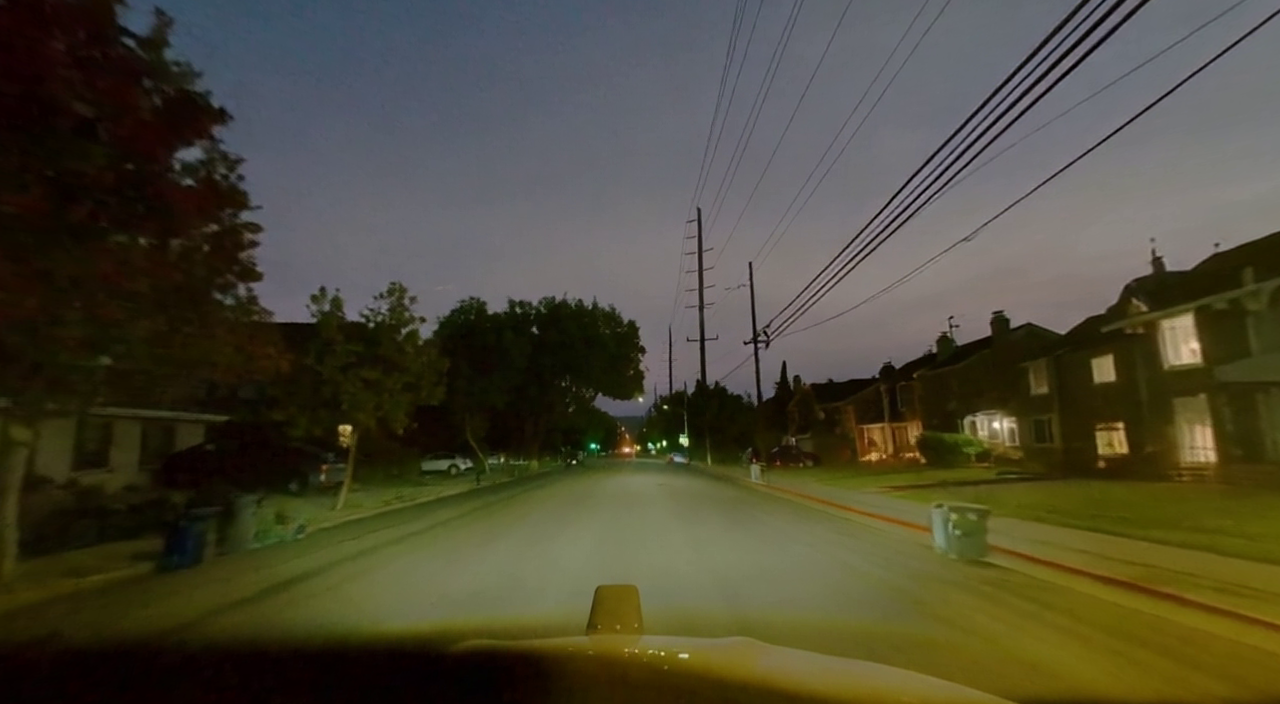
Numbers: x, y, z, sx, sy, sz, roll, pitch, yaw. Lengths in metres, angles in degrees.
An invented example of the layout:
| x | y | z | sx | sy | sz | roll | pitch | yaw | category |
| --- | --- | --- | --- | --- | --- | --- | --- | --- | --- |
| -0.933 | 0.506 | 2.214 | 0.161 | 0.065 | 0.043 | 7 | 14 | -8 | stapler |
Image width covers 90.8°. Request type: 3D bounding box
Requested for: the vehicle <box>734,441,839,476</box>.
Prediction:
| x | y | z | sx | sy | sz | roll | pitch | yaw | category |
| --- | --- | --- | --- | --- | --- | --- | --- | --- | --- |
| 9.061 | 6.643 | 39.582 | 5.890 | 1.896 | 2.459 | -2 | -9 | -2 | vehicle |

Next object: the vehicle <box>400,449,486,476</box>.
| x | y | z | sx | sy | sz | roll | pitch | yaw | category |
| --- | --- | --- | --- | --- | --- | --- | --- | --- | --- |
| -11.284 | 6.369 | 36.429 | 4.371 | 1.482 | 1.954 | 0 | -9 | -3 | vehicle |
